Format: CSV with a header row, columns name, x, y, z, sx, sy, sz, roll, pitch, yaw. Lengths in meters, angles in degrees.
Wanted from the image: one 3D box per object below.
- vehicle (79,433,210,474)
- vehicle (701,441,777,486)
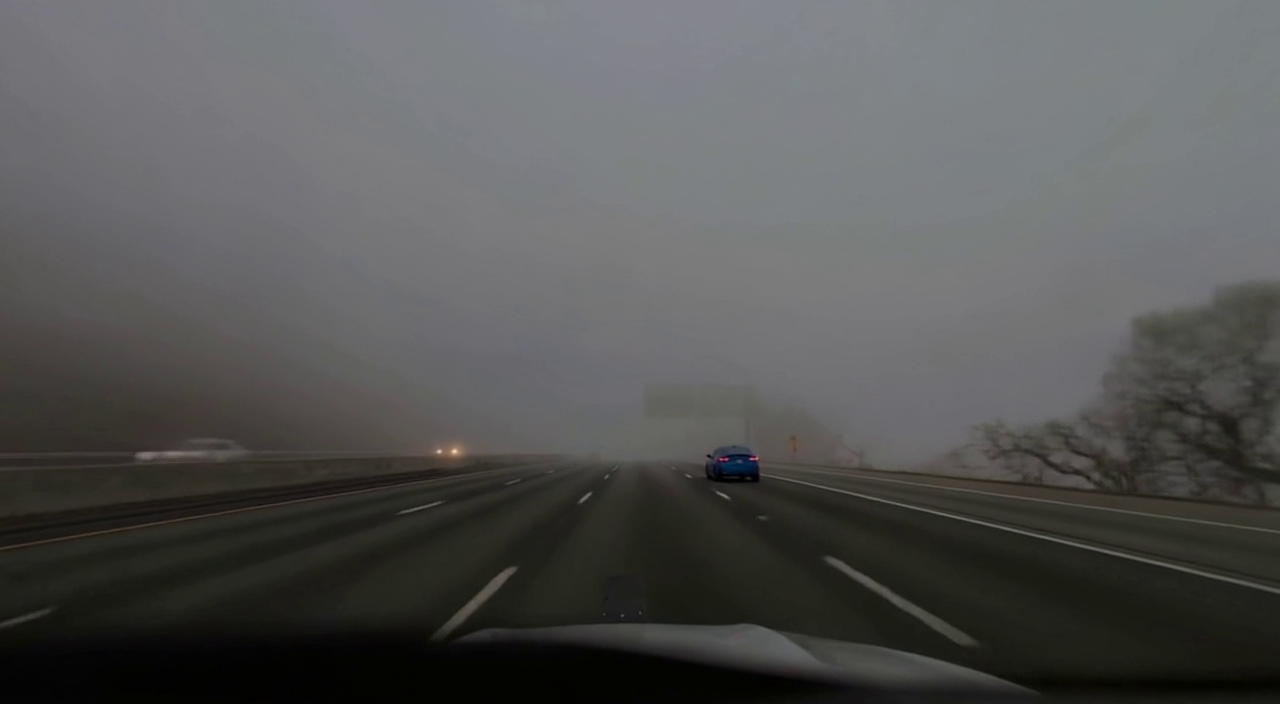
name,x,y,z,sx,sy,sz,roll,pitch,yaw
vehicle,-22.191,4.575,28.533,2.017,1.656,4.875,0,-9,-1
vehicle,3.603,4.156,23.780,2.033,1.501,4.398,0,-9,-2
